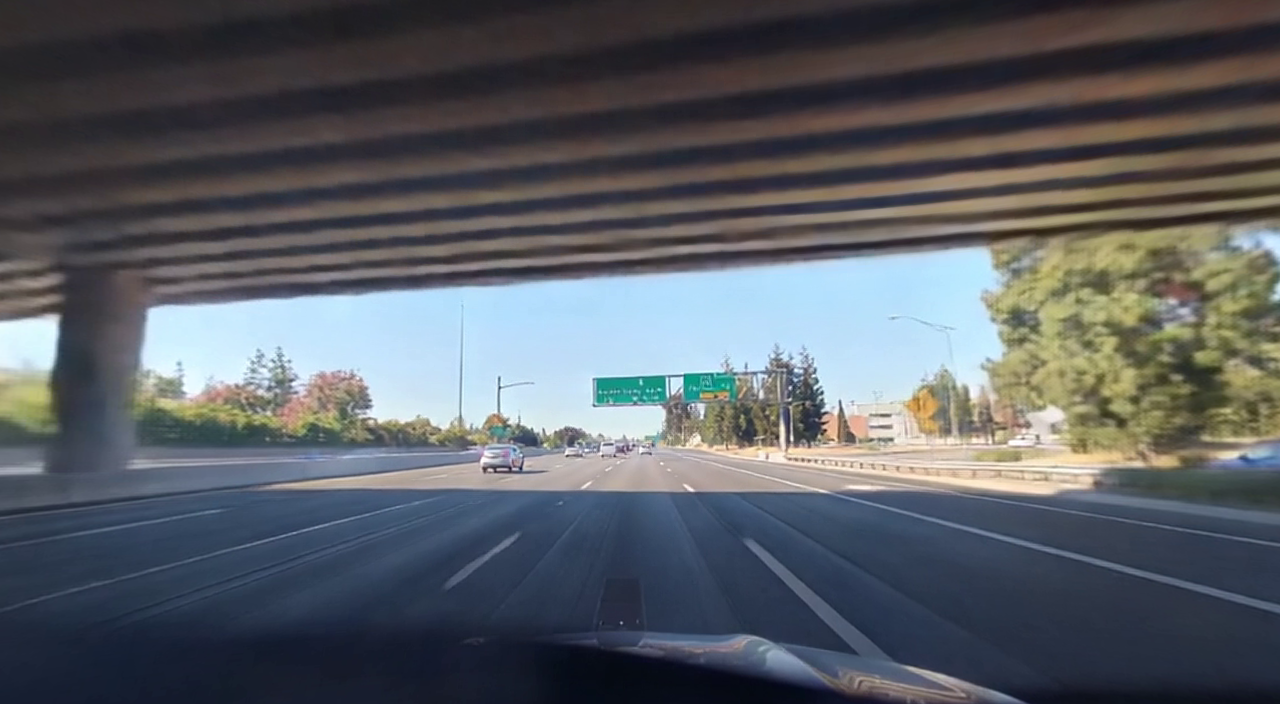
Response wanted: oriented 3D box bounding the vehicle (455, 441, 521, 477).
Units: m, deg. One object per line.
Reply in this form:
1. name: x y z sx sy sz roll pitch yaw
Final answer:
1. vehicle: -6.967 4.935 29.297 1.985 1.513 4.172 0 -9 1

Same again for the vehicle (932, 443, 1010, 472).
1. vehicle: 18.670 5.958 35.808 1.989 1.529 4.791 0 -9 2
